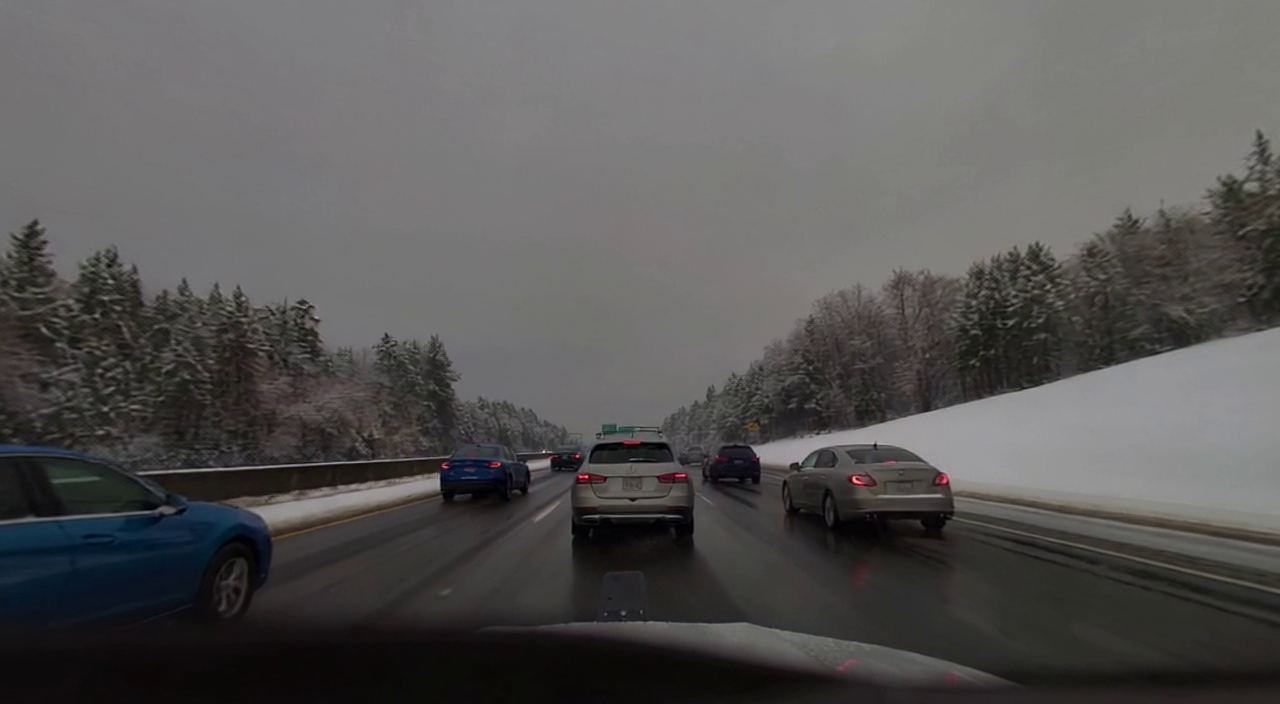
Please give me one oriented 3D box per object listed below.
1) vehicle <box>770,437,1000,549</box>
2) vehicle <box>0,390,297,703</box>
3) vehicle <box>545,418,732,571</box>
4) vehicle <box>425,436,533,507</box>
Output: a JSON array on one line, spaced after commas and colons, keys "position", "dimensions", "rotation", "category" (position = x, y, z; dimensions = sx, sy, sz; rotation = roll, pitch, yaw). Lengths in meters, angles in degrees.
[{"position": [3.663, 2.193, 10.507], "dimensions": [1.953, 1.434, 4.511], "rotation": [0, -9, -1], "category": "vehicle"}, {"position": [-4.501, 1.150, 4.011], "dimensions": [2.173, 1.660, 4.373], "rotation": [0, -9, 0], "category": "vehicle"}, {"position": [-0.070, 1.903, 9.059], "dimensions": [2.093, 1.695, 3.782], "rotation": [0, -9, -2], "category": "vehicle"}, {"position": [-4.258, 3.221, 17.337], "dimensions": [1.890, 1.708, 3.844], "rotation": [0, -9, 1], "category": "vehicle"}]
